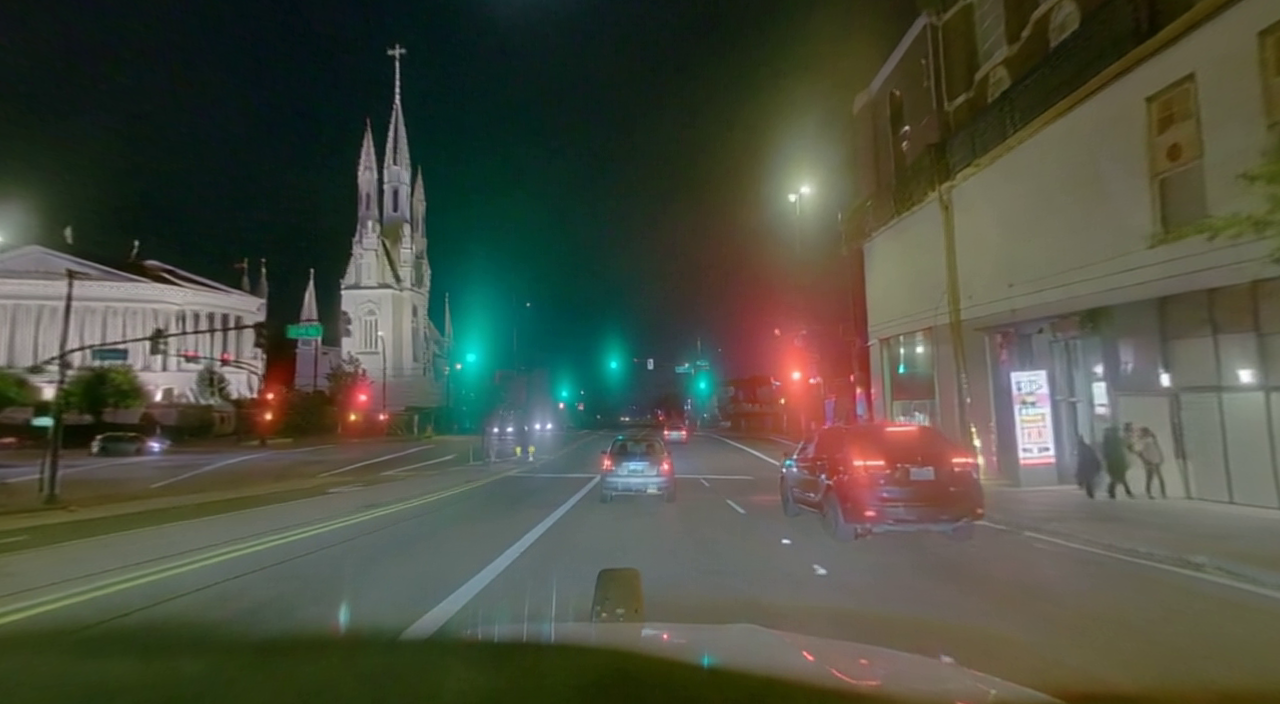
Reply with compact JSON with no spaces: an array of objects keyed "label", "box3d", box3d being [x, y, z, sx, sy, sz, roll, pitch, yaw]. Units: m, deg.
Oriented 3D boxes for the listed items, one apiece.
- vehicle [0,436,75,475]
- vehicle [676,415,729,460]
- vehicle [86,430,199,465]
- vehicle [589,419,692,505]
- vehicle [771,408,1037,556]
[{"label":"vehicle","box3d":[-34.407,5.671,34.832,4.551,1.784,2.121,0,0,-2]},{"label":"vehicle","box3d":[3.357,4.664,34.995,2.228,1.922,5.335,3,-3,-1]},{"label":"vehicle","box3d":[-30.070,5.747,38.286,4.955,1.828,2.268,0,-3,-2]},{"label":"vehicle","box3d":[0.083,2.622,15.381,2.168,1.776,4.135,0,-8,2]},{"label":"vehicle","box3d":[3.640,1.894,9.912,2.080,1.735,4.650,0,-9,-1]}]
